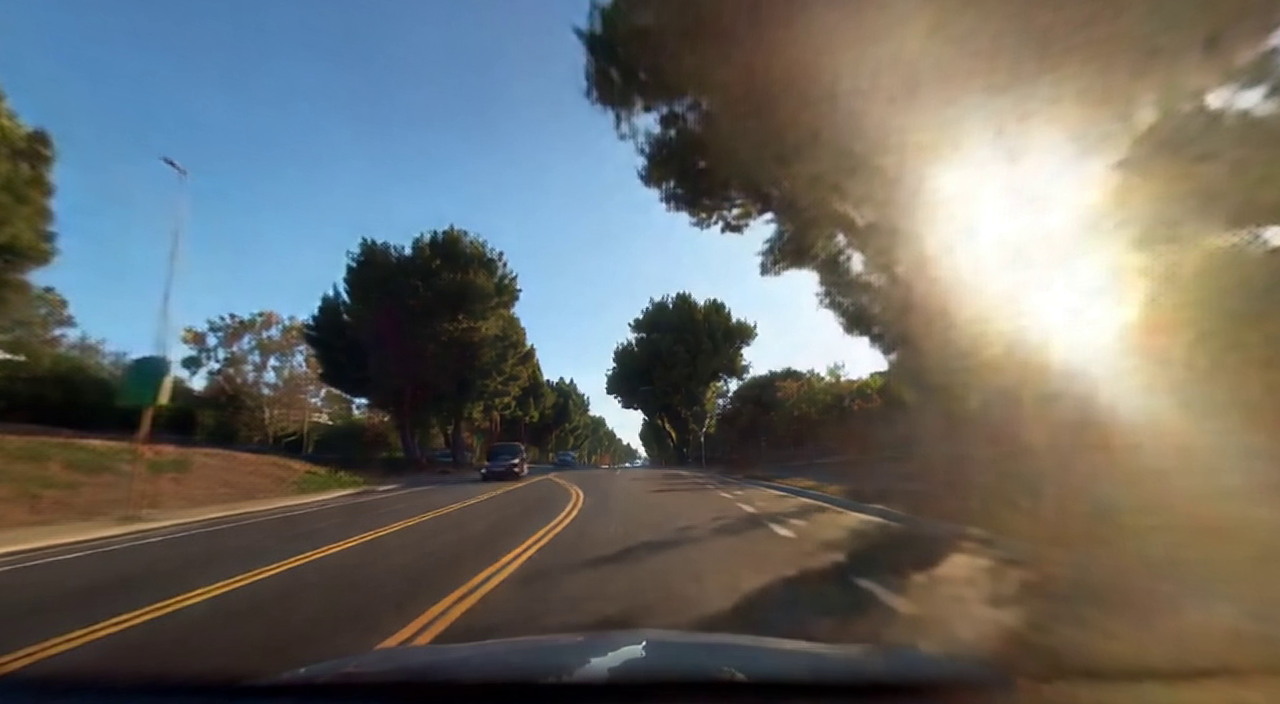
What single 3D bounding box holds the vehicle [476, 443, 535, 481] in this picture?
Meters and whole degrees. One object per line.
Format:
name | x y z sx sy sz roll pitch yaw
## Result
vehicle | -6.368 5.245 30.289 1.972 1.684 4.144 0 -8 -1
